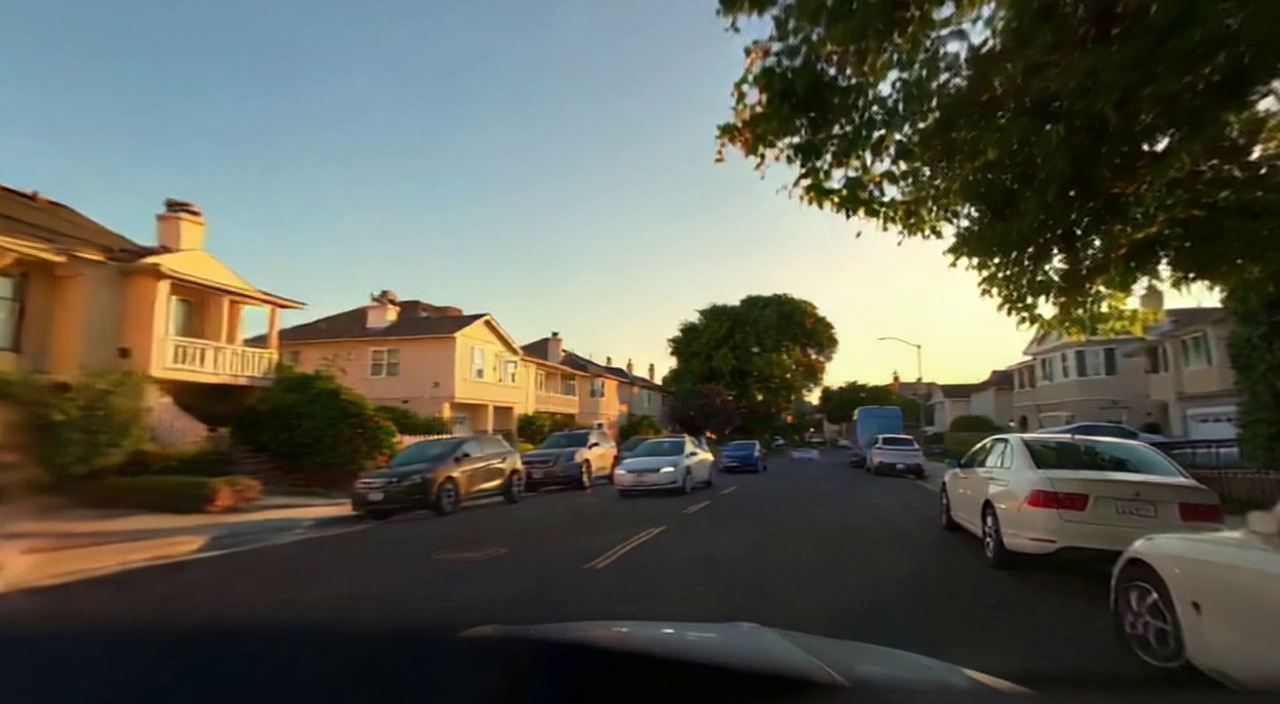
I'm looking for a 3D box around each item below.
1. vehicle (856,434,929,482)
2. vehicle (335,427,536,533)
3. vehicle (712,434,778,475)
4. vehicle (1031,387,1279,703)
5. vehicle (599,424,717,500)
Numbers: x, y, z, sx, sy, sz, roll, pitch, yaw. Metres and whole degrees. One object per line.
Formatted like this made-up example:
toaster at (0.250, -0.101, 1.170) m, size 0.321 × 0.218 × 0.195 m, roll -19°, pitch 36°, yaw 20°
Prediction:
vehicle at (8.702, 3.624, 22.071) m, size 1.955 × 1.500 × 4.410 m, roll -2°, pitch -8°, yaw 17°
vehicle at (-3.494, 2.200, 11.563) m, size 1.828 × 1.488 × 3.785 m, roll -3°, pitch -6°, yaw 12°
vehicle at (4.408, 4.153, 25.913) m, size 1.889 × 1.505 × 3.849 m, roll -3°, pitch -8°, yaw 21°
vehicle at (3.114, 0.837, 1.780) m, size 2.008 × 1.507 × 4.226 m, roll -2°, pitch -8°, yaw 12°
vehicle at (0.637, 2.765, 16.353) m, size 1.959 × 1.670 × 4.255 m, roll -2°, pitch -8°, yaw 17°
